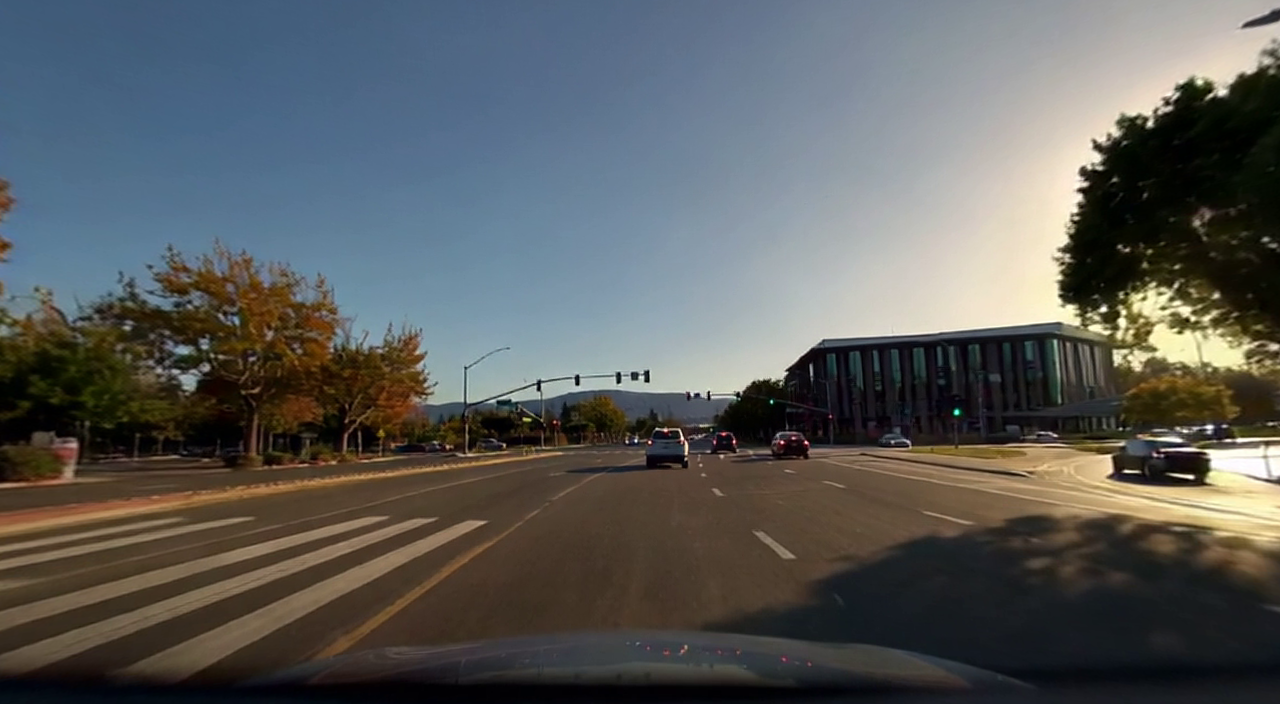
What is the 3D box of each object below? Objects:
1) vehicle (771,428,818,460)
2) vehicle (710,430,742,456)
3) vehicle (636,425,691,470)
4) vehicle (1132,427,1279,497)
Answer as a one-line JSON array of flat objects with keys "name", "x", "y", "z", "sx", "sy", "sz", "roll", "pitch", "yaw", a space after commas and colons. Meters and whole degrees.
[{"name": "vehicle", "x": 9.257, "y": 5.578, "z": 38.265, "sx": 2.074, "sy": 1.791, "sz": 4.393, "roll": -1, "pitch": -9, "yaw": 5}, {"name": "vehicle", "x": 6.452, "y": 6.772, "z": 46.940, "sx": 2.188, "sy": 1.774, "sz": 4.646, "roll": -2, "pitch": -9, "yaw": 9}, {"name": "vehicle", "x": 1.082, "y": 4.163, "z": 27.499, "sx": 2.211, "sy": 1.795, "sz": 4.179, "roll": -1, "pitch": -9, "yaw": 4}, {"name": "vehicle", "x": 15.524, "y": 2.890, "z": 16.887, "sx": 2.118, "sy": 1.606, "sz": 4.640, "roll": -3, "pitch": -9, "yaw": 17}]
